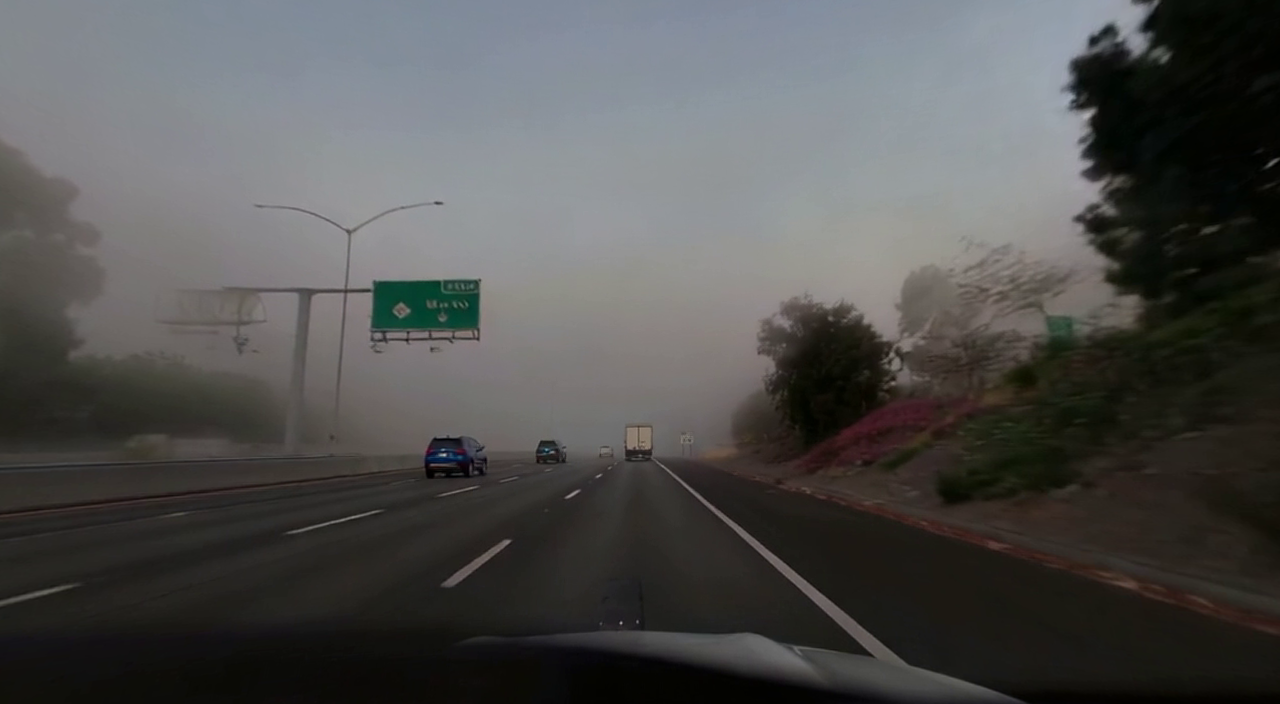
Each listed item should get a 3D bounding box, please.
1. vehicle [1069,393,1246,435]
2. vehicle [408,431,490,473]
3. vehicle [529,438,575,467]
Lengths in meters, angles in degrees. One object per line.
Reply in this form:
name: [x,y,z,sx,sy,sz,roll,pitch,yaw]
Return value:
vehicle: [25.177,3.163,31.043,2.401,1.540,6.222,3,-11,-24]
vehicle: [-10.620,5.661,35.739,2.571,2.169,6.443,0,-9,1]
vehicle: [-6.433,7.418,46.744,2.502,1.997,5.697,0,-9,0]
